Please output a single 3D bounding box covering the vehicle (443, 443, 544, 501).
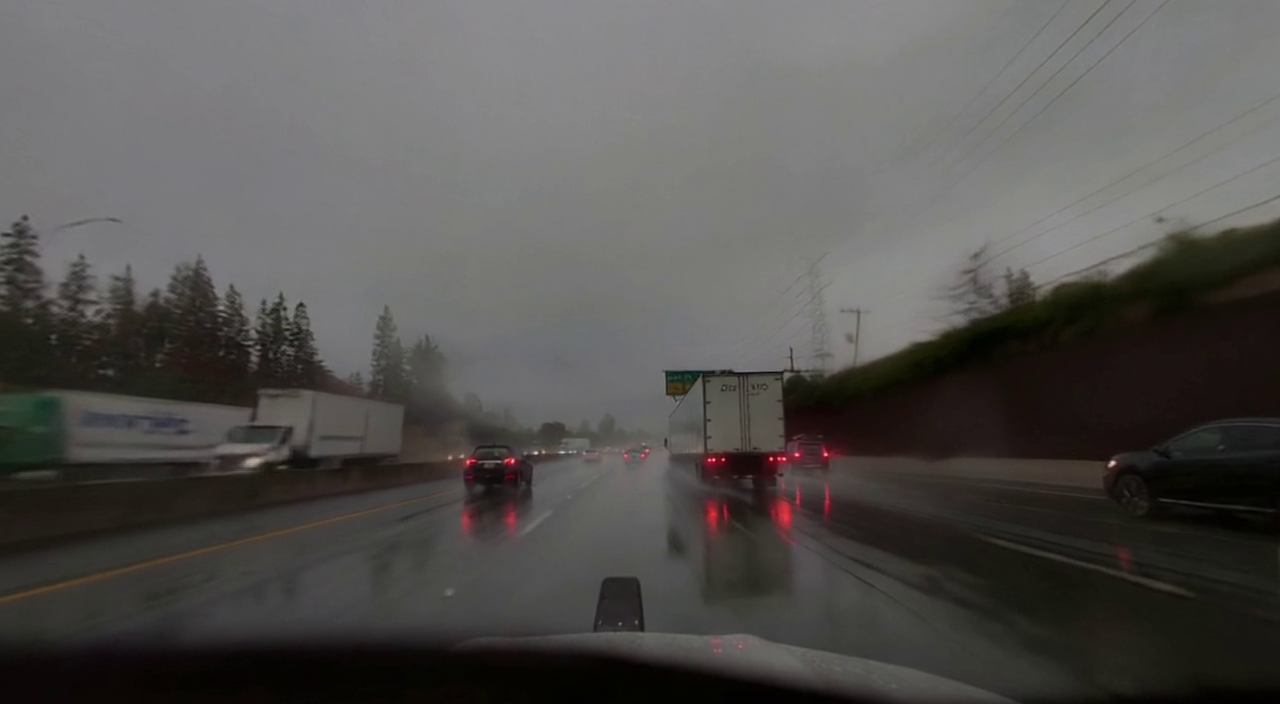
[{"bbox_3d":[-4.147,3.439,18.484,1.968,1.507,3.829,0,-9,1],"label":"vehicle"}]

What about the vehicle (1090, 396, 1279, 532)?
[{"bbox_3d":[11.373,1.927,10.999,2.420,2.141,5.994,0,-9,-2],"label":"vehicle"}]

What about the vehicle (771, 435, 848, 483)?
[{"bbox_3d":[7.415,4.721,28.049,2.079,1.938,4.630,0,-9,0],"label":"vehicle"}]

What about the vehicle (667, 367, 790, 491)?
[{"bbox_3d":[3.262,3.755,28.968,2.907,4.109,16.177,0,-9,-2],"label":"vehicle"}]

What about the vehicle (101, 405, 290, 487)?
[{"bbox_3d":[-18.542,4.042,27.058,2.762,3.012,7.272,0,-9,0],"label":"vehicle"}]

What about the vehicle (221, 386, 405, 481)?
[{"bbox_3d":[-14.886,4.020,30.165,3.017,3.713,10.643,0,-9,0],"label":"vehicle"}]

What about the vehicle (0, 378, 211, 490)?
[{"bbox_3d":[-22.209,3.350,24.895,2.938,3.573,10.673,0,-9,0],"label":"vehicle"}]

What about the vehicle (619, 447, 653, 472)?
[{"bbox_3d":[-0.224,6.785,39.833,2.047,1.485,3.938,0,-9,1],"label":"vehicle"}]
